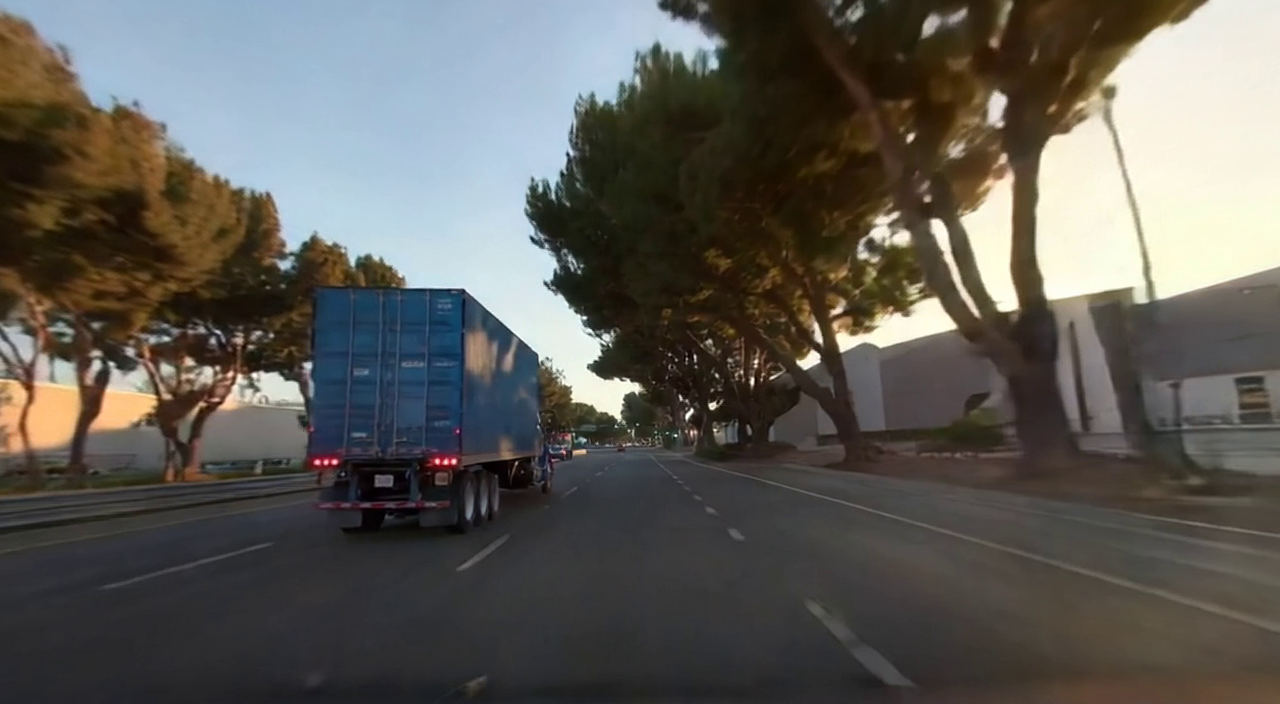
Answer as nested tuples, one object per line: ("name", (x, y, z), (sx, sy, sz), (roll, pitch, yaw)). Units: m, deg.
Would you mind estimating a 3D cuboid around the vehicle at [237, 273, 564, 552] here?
("vehicle", (-3.381, 1.302, 11.932), (2.910, 3.419, 8.376), (0, -8, 0))
